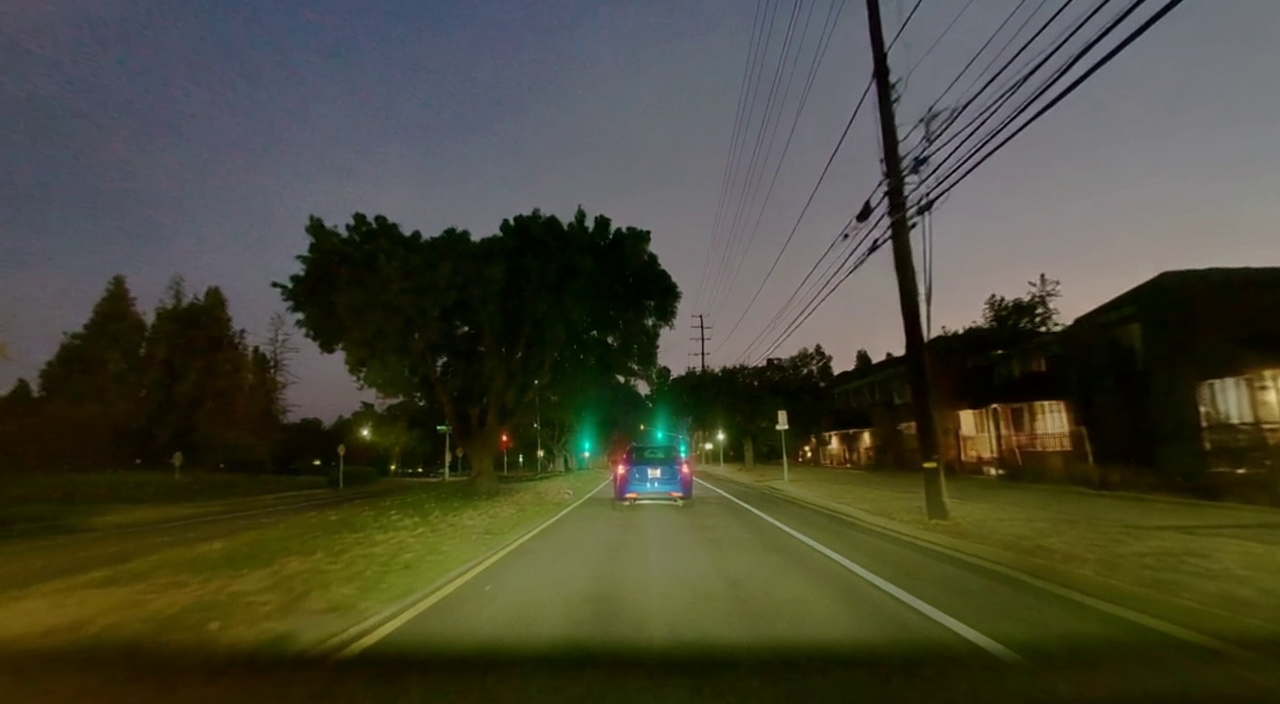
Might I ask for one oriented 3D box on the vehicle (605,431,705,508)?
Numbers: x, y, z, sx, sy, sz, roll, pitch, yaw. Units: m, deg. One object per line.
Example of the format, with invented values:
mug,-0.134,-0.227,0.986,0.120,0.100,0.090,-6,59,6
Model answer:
vehicle,0.355,2.901,16.007,2.200,1.653,4.127,0,-8,1
